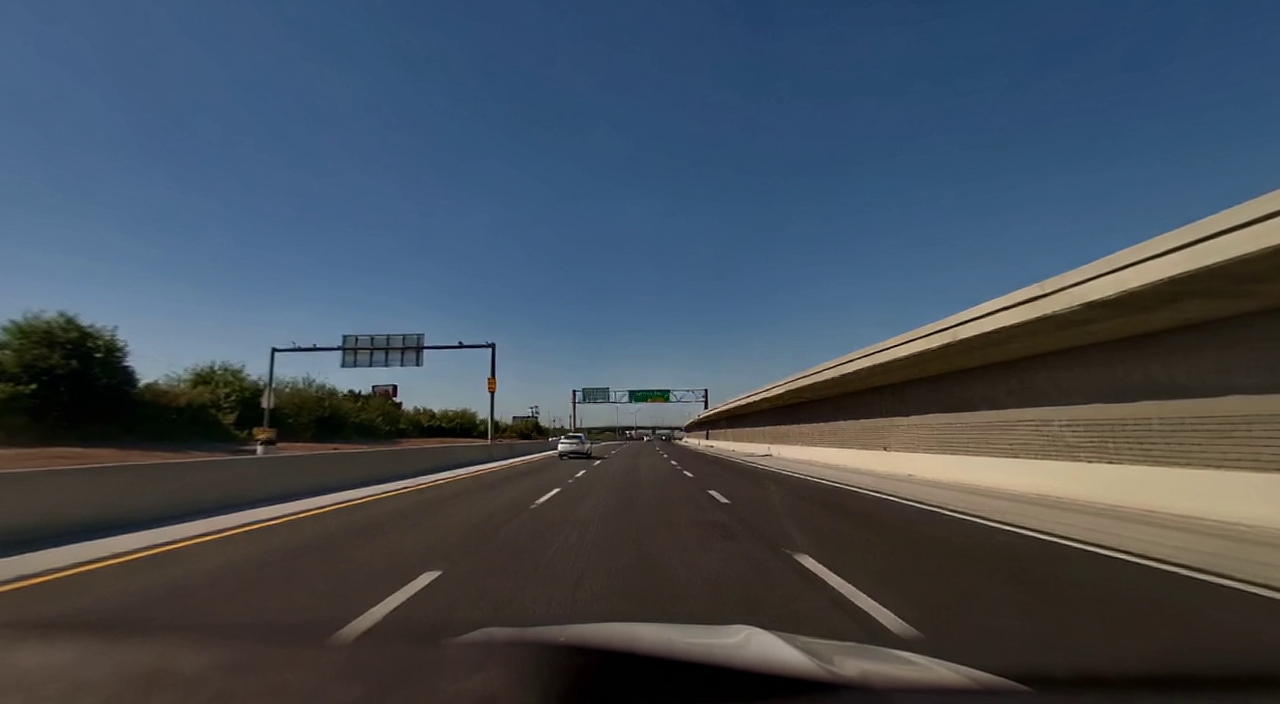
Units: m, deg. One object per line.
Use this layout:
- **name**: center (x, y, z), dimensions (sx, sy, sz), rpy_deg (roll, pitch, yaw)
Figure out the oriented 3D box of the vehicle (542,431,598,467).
- **vehicle**: center (-3.315, 4.650, 30.600), dimensions (2.148, 1.603, 4.513), rpy_deg (0, -8, 1)
